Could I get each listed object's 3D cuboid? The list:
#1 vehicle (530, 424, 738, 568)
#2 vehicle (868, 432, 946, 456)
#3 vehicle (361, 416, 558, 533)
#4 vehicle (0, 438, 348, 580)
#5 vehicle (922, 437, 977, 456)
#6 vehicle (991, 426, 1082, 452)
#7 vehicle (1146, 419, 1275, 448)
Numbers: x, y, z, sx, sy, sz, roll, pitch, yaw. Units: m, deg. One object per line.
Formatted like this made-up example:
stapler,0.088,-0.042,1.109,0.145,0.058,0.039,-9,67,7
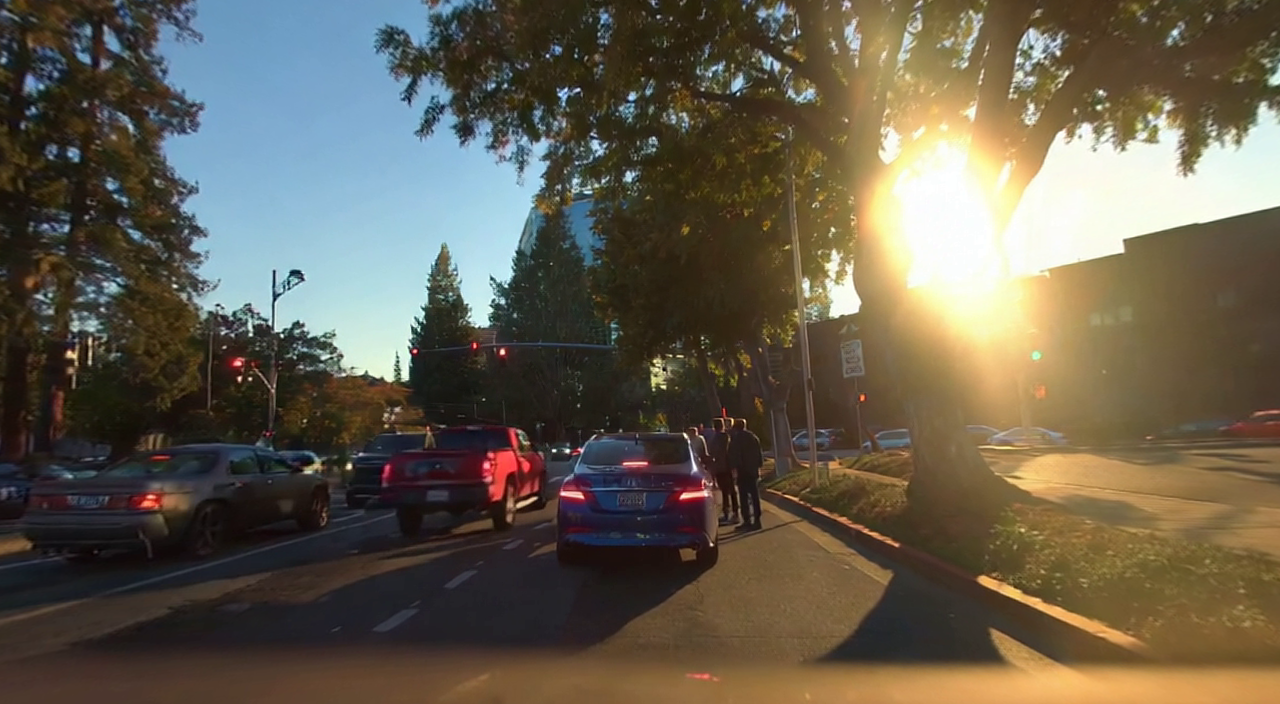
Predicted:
vehicle,-0.043,1.829,8.752,2.182,1.501,4.150,0,-9,1
vehicle,17.504,6.064,41.255,4.441,1.452,1.798,-5,-10,30
vehicle,-3.190,2.308,12.482,2.223,1.826,4.990,0,-9,3
vehicle,-6.321,2.054,9.108,1.948,1.530,4.283,0,-9,3
vehicle,24.583,7.545,49.915,3.662,1.442,1.787,-6,-10,33
vehicle,23.802,5.265,37.836,4.454,1.440,1.816,-5,-10,30
vehicle,30.566,4.431,33.862,4.739,1.472,1.804,-5,-10,29
